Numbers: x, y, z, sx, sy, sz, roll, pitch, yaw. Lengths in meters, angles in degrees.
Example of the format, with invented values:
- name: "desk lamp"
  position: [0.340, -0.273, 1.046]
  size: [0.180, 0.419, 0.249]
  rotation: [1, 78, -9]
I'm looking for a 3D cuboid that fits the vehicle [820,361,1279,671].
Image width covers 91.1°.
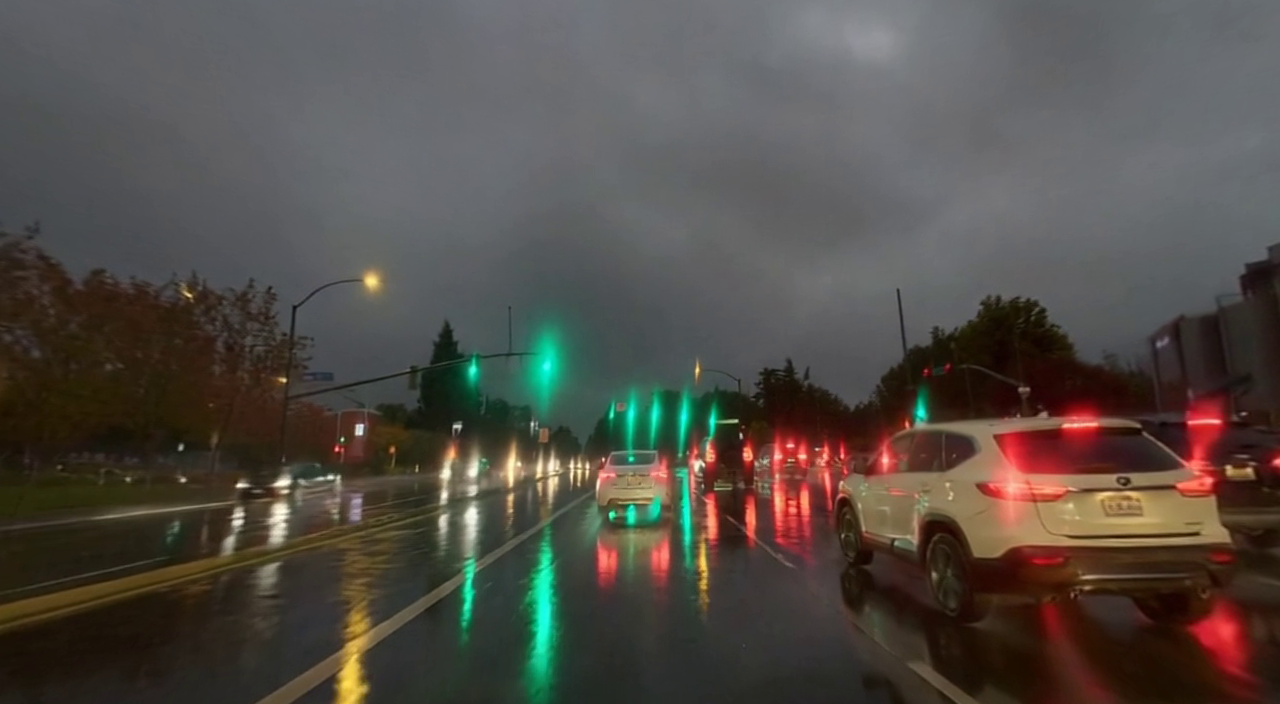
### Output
- name: "vehicle"
  position: [3.427, 1.359, 6.271]
  size: [1.982, 1.960, 4.427]
  rotation: [0, -9, 1]

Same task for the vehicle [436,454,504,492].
- name: "vehicle"
  position: [-8.685, 6.199, 32.498]
  size: [2.133, 1.771, 4.611]
  rotation: [0, -9, 1]

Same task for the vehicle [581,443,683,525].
- name: "vehicle"
  position: [-0.127, 3.036, 15.048]
  size: [2.111, 1.676, 4.018]
  rotation: [0, -9, 1]

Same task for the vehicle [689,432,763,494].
- name: "vehicle"
  position: [3.719, 4.917, 28.360]
  size: [2.516, 2.481, 5.766]
  rotation: [0, -9, 0]

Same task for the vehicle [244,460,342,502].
- name: "vehicle"
  position: [-15.828, 5.859, 28.970]
  size: [1.968, 1.675, 4.382]
  rotation: [0, -9, 1]

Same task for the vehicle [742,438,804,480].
- name: "vehicle"
  position: [7.775, 6.316, 37.362]
  size: [2.627, 2.252, 5.236]
  rotation: [0, -9, 1]

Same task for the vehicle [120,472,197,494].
- name: "vehicle"
  position: [-36.142, 9.849, 47.190]
  size: [4.151, 1.469, 1.940]
  rotation: [0, -9, 2]
